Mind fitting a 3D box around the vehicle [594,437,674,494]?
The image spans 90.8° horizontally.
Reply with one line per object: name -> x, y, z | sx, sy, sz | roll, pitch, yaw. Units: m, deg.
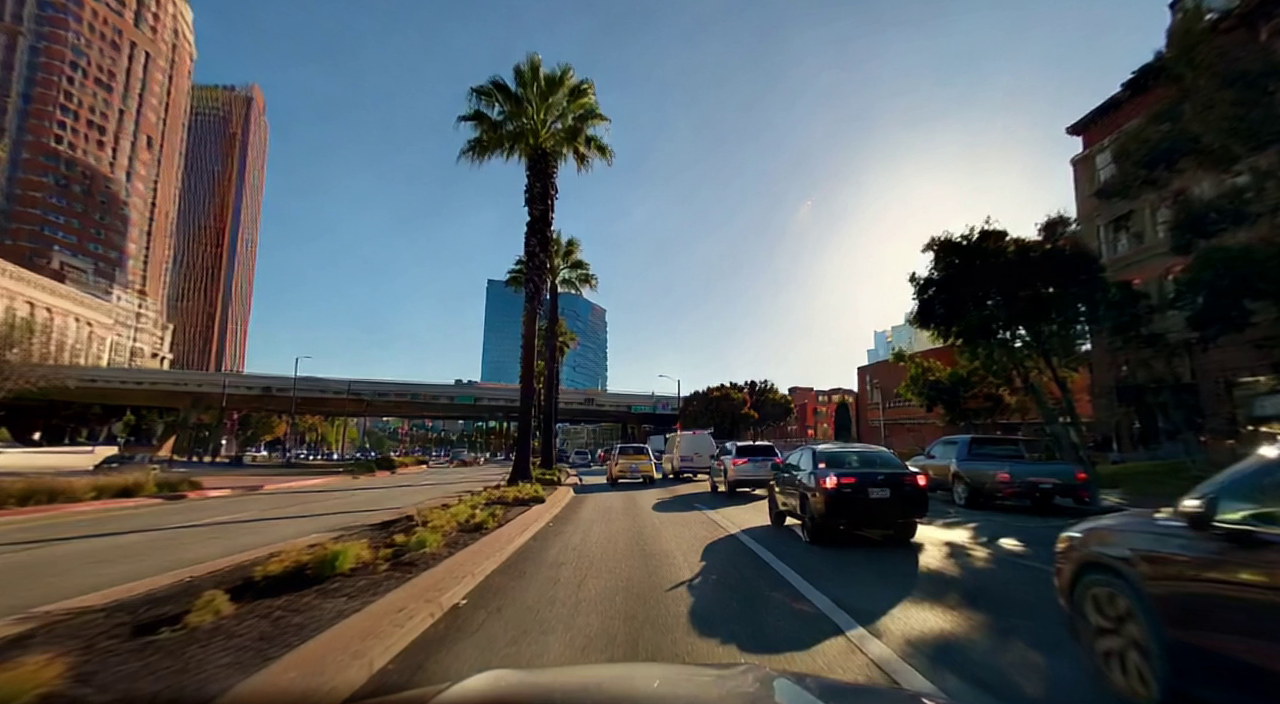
vehicle -> -0.333, 3.654, 20.742 | 2.332, 1.625, 4.933 | 0, -9, -4

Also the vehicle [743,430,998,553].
vehicle -> 3.290, 2.105, 10.312 | 2.238, 1.522, 4.627 | 0, -9, -3

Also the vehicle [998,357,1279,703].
vehicle -> 3.501, 0.780, 1.947 | 2.129, 1.649, 4.491 | 0, -9, 0
